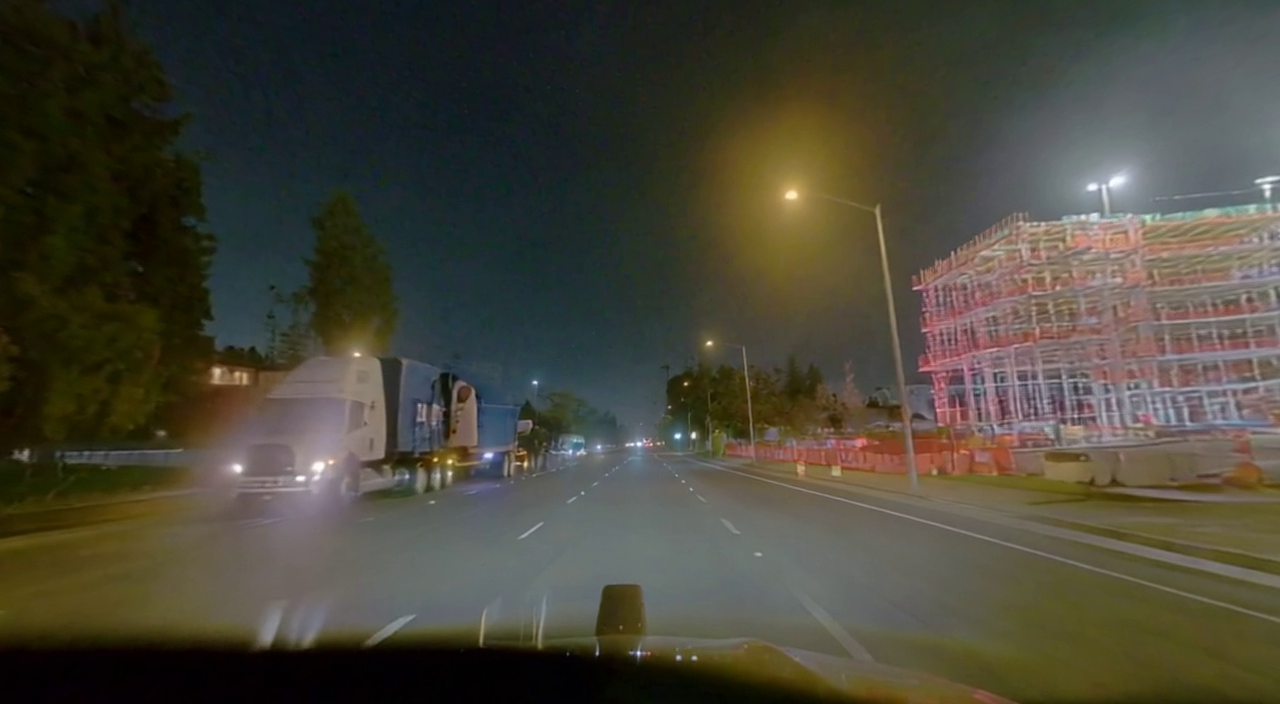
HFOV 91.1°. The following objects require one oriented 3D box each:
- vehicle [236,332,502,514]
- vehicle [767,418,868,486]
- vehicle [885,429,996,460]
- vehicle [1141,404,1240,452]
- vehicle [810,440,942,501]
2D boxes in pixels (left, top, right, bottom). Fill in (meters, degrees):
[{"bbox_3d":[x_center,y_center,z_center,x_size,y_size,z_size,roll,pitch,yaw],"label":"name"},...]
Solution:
[{"bbox_3d":[-7.081,2.304,19.129,3.071,3.982,10.729,0,-8,1],"label":"vehicle"},{"bbox_3d":[6.611,3.823,24.195,2.233,2.269,5.757,0,-8,1],"label":"vehicle"},{"bbox_3d":[15.943,4.935,33.463,4.775,1.610,2.147,0,-8,-3],"label":"vehicle"},{"bbox_3d":[23.118,3.304,26.605,2.078,1.823,5.181,-5,-10,30],"label":"vehicle"},{"bbox_3d":[6.530,3.309,18.028,1.933,1.488,4.736,0,-8,0],"label":"vehicle"}]
